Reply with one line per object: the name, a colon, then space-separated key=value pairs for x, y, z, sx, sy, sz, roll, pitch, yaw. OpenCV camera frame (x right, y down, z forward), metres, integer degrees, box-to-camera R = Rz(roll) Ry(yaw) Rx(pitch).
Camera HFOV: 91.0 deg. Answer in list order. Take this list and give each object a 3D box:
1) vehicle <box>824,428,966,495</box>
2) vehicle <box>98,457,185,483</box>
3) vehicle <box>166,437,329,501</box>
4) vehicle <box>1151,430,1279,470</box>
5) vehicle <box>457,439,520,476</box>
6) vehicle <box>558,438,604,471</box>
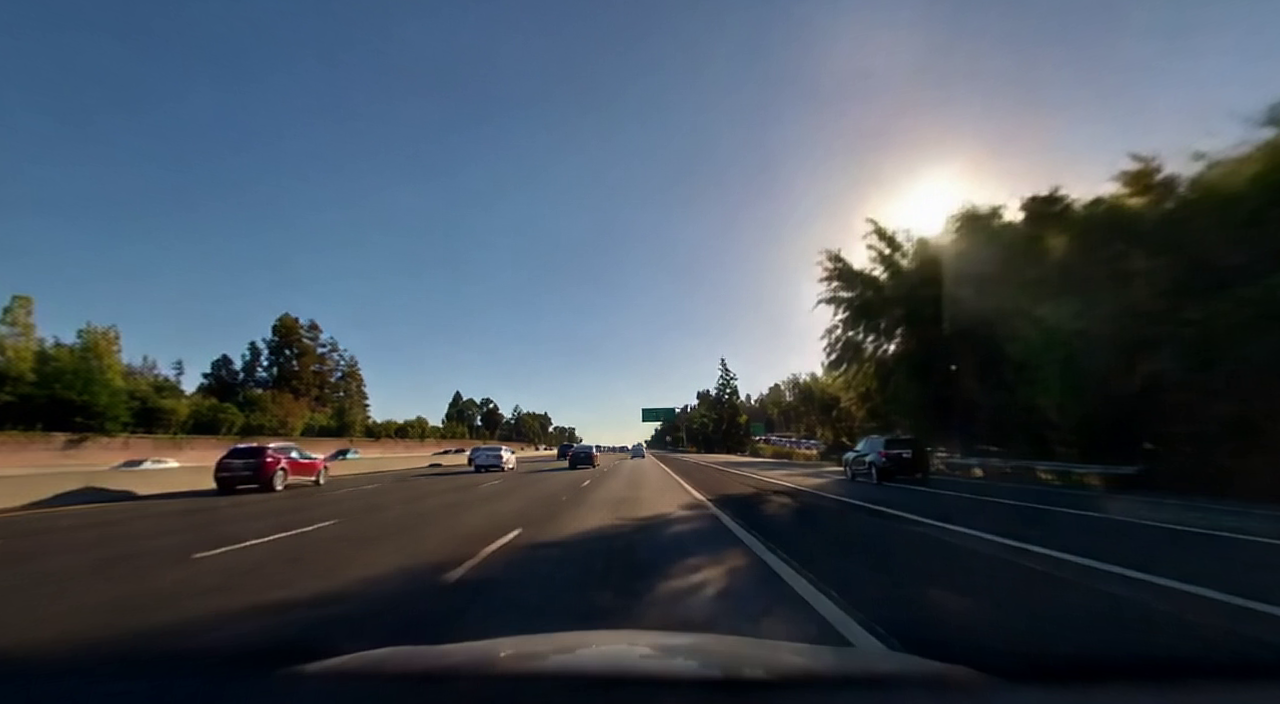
vehicle: x=7.678 y=3.359 z=19.653 sx=2.259 sy=1.816 sz=4.862 roll=0 pitch=-9 yaw=-2
vehicle: x=-32.191 y=7.617 z=40.859 sx=1.870 sy=1.519 sz=4.617 roll=0 pitch=-9 yaw=1
vehicle: x=-11.263 y=3.371 z=18.534 sx=1.958 sy=1.633 sz=4.302 roll=0 pitch=-9 yaw=0
vehicle: x=27.666 y=4.685 z=30.181 sx=2.051 sy=1.728 sz=4.927 roll=1 pitch=-9 yaw=-2
vehicle: x=-7.722 y=5.422 z=32.541 sx=2.087 sy=1.755 sz=4.457 roll=0 pitch=-9 yaw=0
vehicle: x=-3.701 y=6.514 z=40.218 sx=2.288 sy=1.962 sz=5.119 roll=0 pitch=-9 yaw=2
